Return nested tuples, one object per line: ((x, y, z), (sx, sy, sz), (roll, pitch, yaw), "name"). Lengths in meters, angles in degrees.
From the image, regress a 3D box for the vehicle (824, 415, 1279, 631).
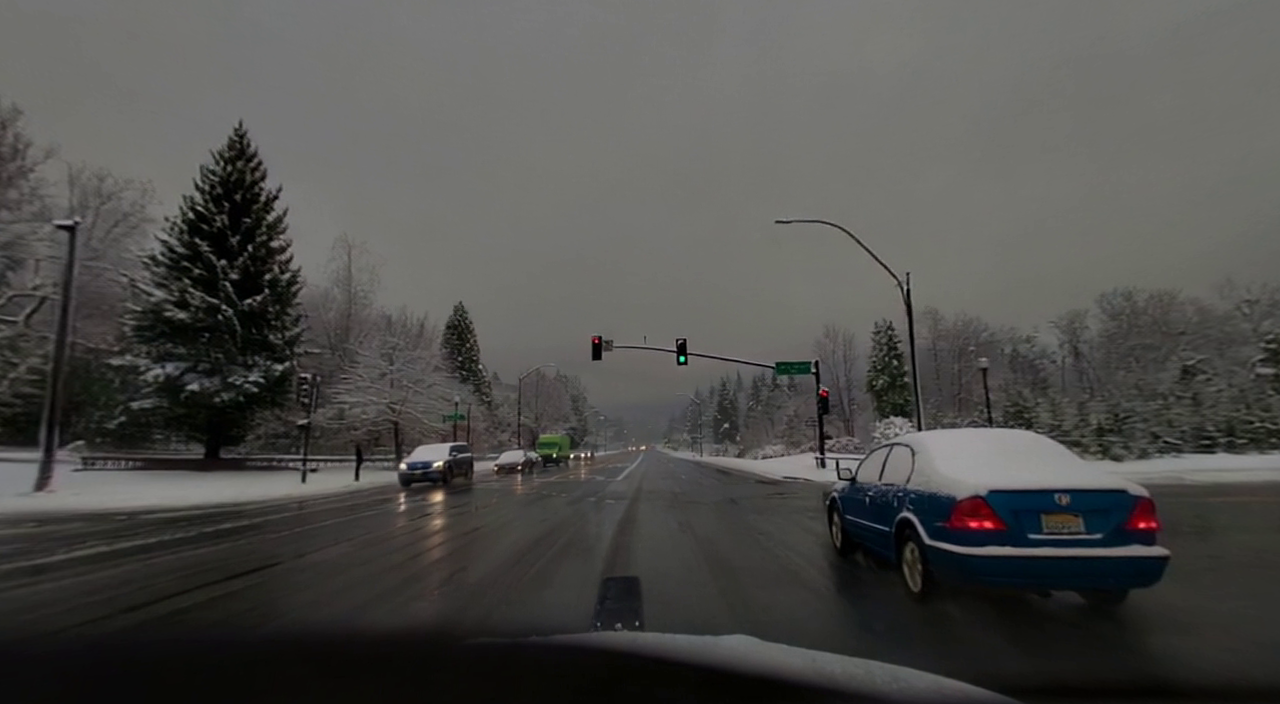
((3.828, 1.618, 7.133), (2.129, 1.581, 4.780), (0, -8, 1), "vehicle")

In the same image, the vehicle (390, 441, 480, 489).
((-8.550, 4.742, 26.924), (2.130, 1.874, 4.691), (0, -8, 2), "vehicle")

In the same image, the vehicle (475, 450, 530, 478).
((-8.040, 6.567, 37.377), (1.906, 1.468, 4.686), (-1, -8, 3), "vehicle")
